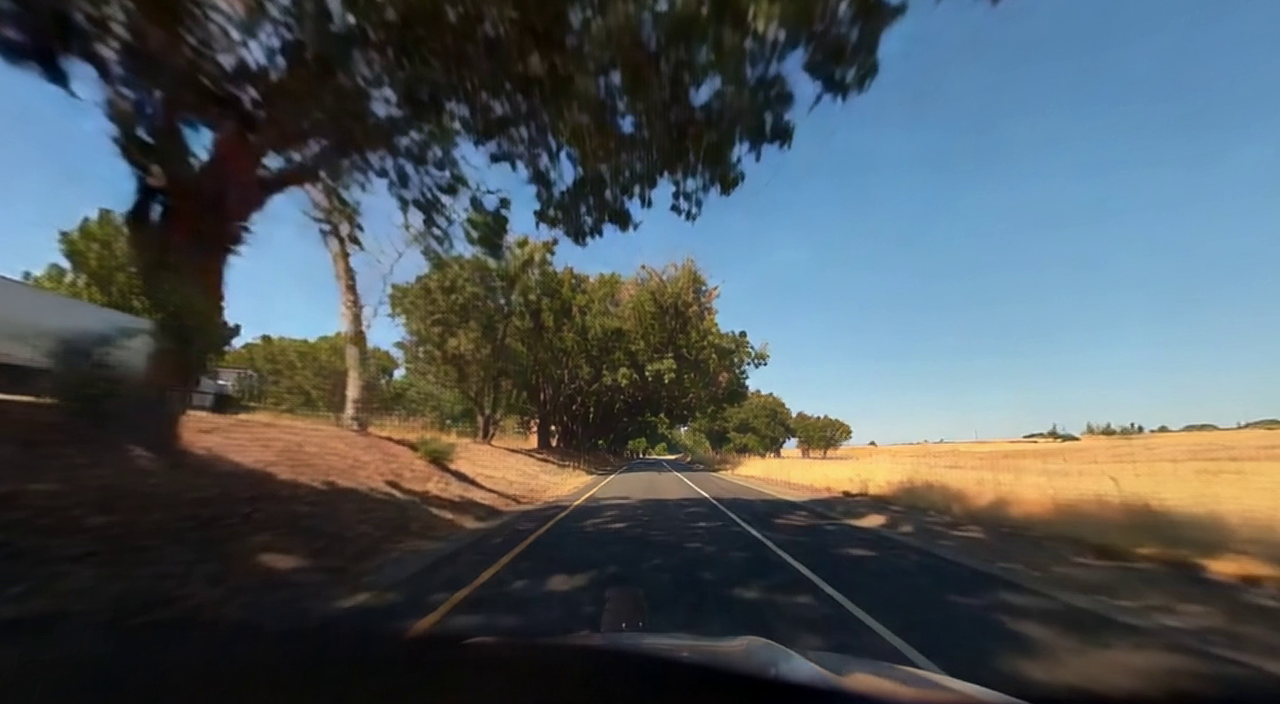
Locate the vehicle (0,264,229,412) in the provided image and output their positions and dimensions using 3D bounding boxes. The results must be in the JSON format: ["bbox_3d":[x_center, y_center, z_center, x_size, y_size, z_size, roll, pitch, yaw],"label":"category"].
[{"bbox_3d":[-24.807,-0.417,26.363,3.314,4.163,16.558,-1,-11,3],"label":"vehicle"}]

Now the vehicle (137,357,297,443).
[{"bbox_3d":[-23.894,2.879,36.458,3.022,4.324,8.607,-1,-6,2],"label":"vehicle"}]
